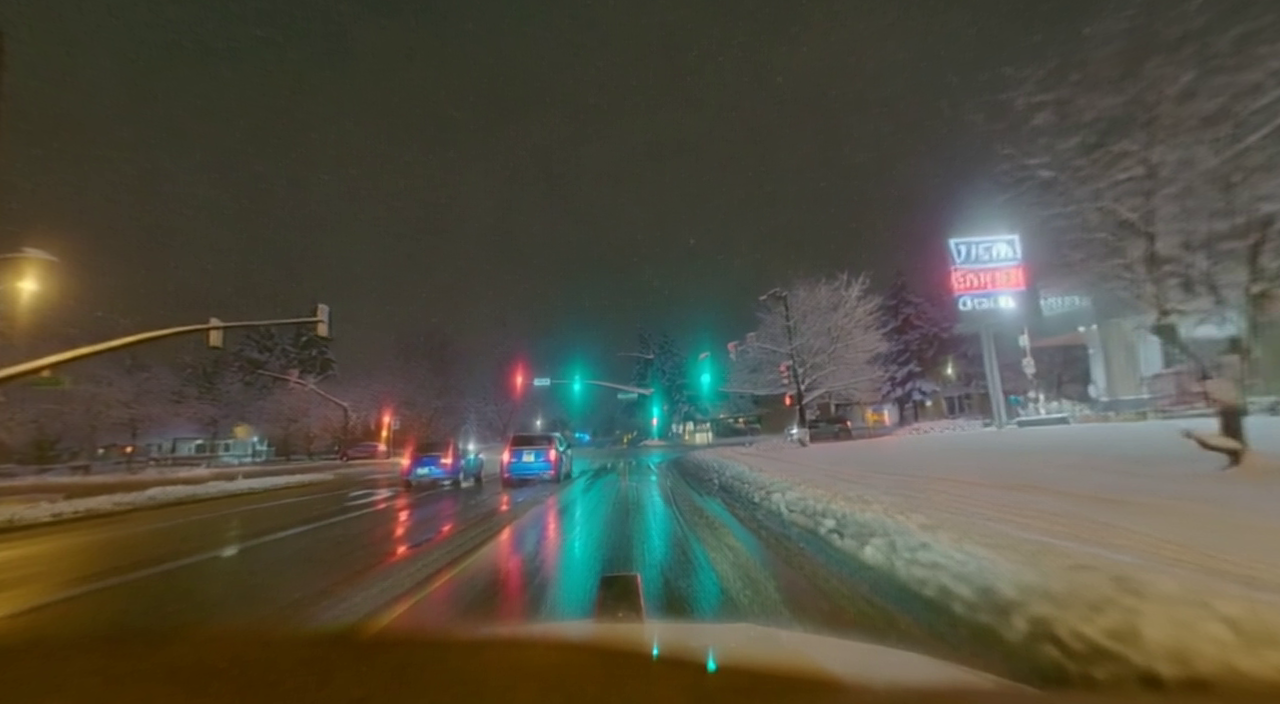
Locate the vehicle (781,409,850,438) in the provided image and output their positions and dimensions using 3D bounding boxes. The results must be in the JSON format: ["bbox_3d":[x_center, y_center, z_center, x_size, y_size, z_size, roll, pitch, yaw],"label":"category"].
[{"bbox_3d":[13.024,5.361,47.056,4.428,1.501,1.884,-8,-8,-2],"label":"vehicle"}]

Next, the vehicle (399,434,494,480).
[{"bbox_3d":[-6.690,3.665,22.356,1.966,1.439,4.161,-1,-8,2],"label":"vehicle"}]

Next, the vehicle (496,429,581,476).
[{"bbox_3d":[-3.366,3.448,21.879,2.054,1.449,4.772,-1,-8,1],"label":"vehicle"}]
